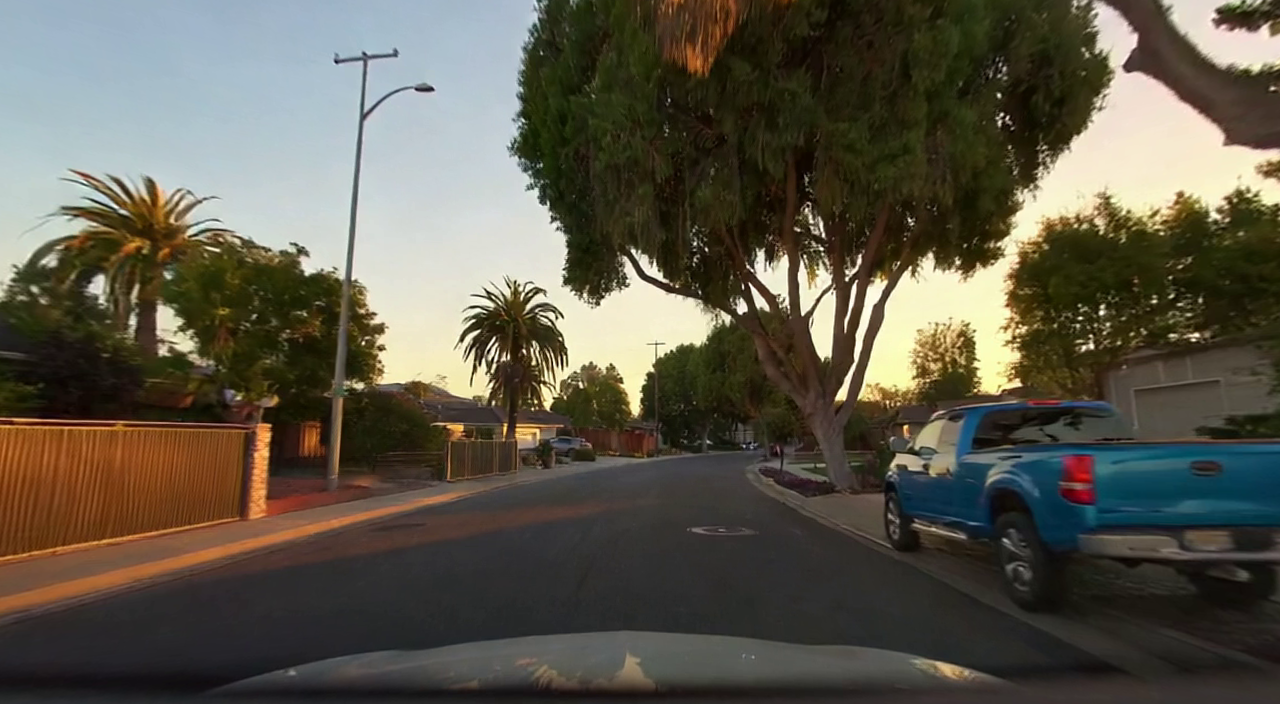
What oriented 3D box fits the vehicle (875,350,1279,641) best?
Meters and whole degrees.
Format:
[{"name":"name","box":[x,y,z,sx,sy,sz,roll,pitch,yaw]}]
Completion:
[{"name":"vehicle","box":[4.750,1.394,7.210,2.467,2.034,5.470,-1,-8,5]}]
